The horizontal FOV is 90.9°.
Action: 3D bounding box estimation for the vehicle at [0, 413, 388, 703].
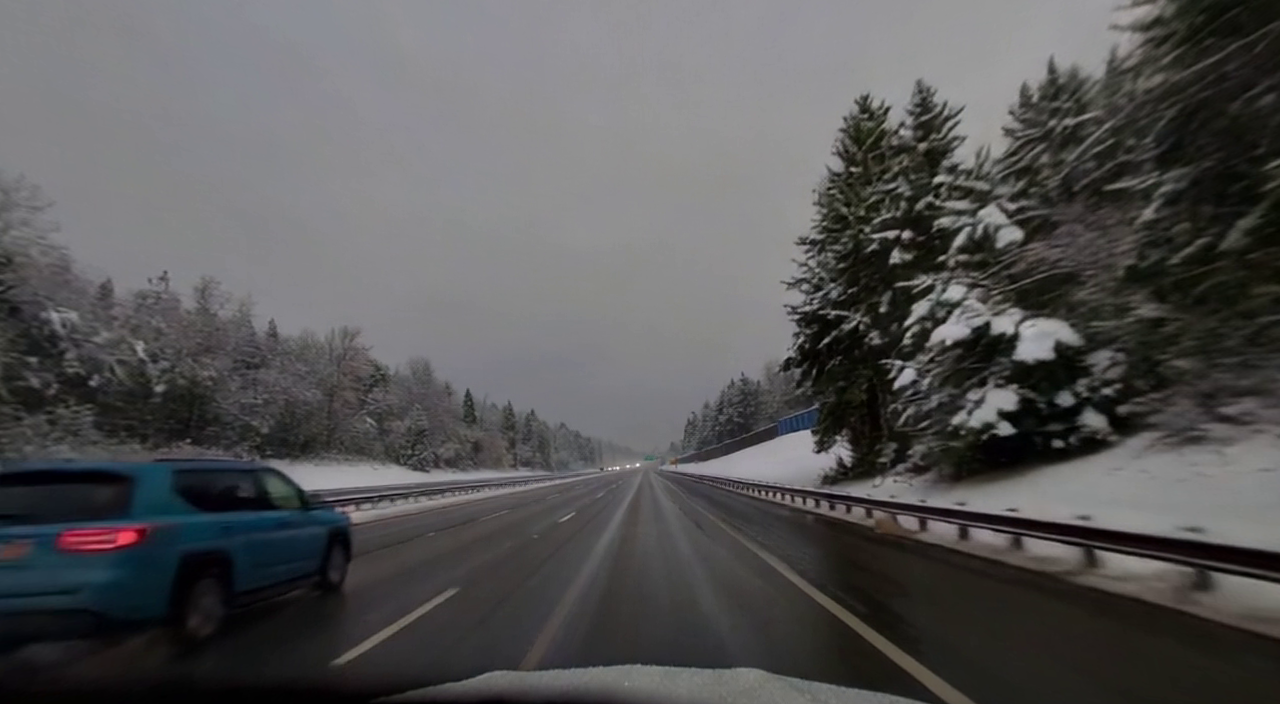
[{"bbox_3d":[-3.681,1.375,4.674,1.985,1.515,3.839,1,-11,0],"label":"vehicle"}]
